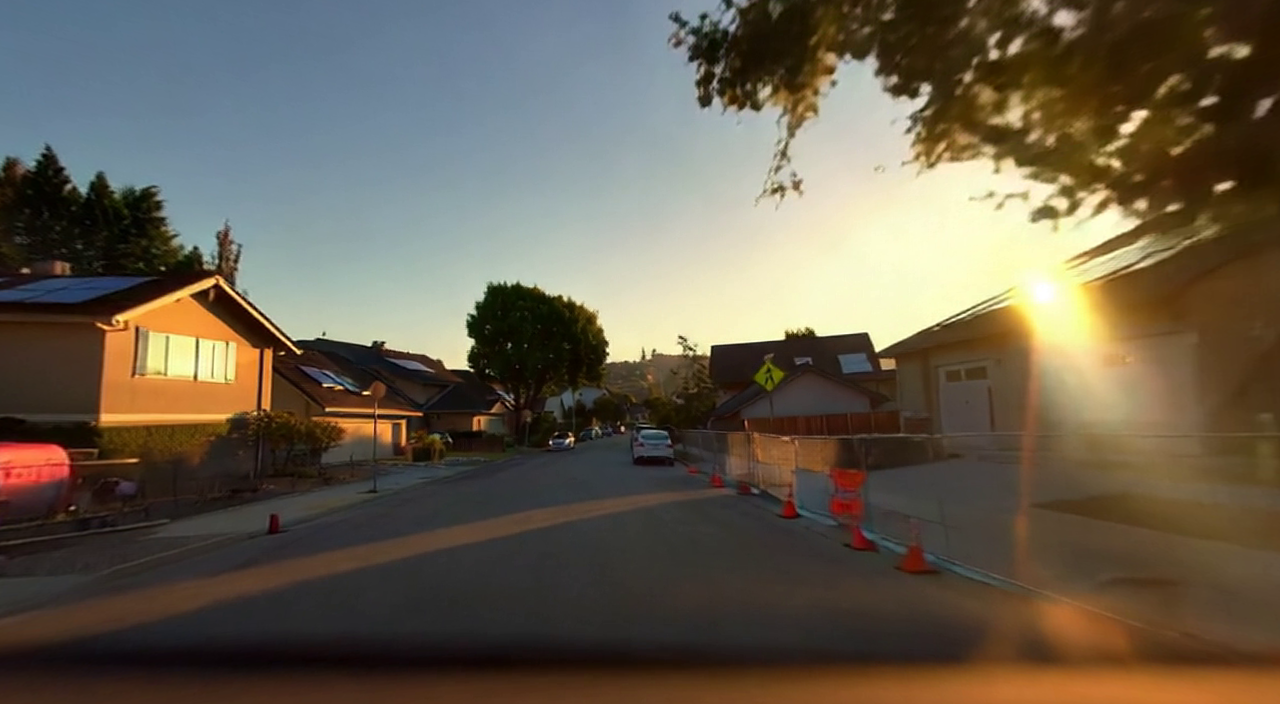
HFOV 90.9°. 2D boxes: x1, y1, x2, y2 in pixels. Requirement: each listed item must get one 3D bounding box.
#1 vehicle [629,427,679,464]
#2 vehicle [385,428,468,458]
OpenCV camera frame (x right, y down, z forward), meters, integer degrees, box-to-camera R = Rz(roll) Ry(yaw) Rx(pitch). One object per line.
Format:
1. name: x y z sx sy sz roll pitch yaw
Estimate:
1. vehicle: 0.530 4.006 27.138 1.998 1.494 3.927 0 -8 0
2. vehicle: -12.851 5.518 38.171 4.205 1.745 2.121 0 -8 1
